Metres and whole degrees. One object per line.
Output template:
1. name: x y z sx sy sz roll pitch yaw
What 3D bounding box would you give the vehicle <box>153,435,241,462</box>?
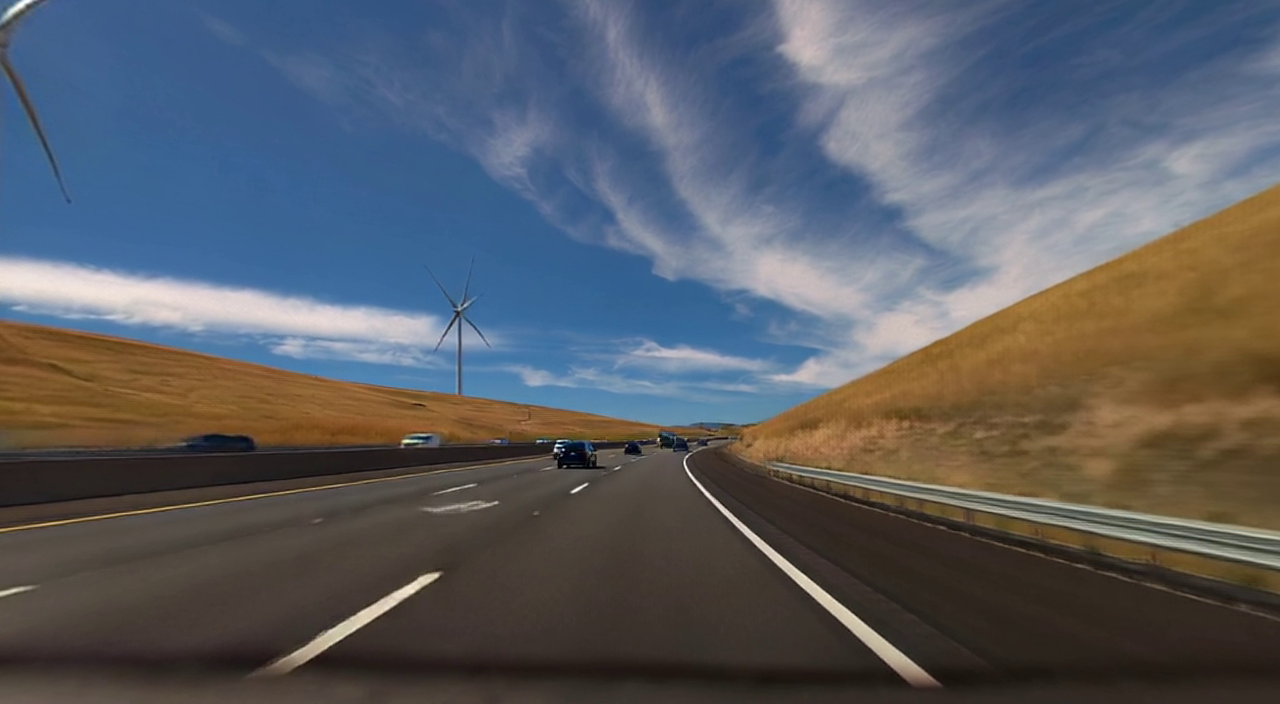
1. vehicle: -27.671 6.053 39.566 1.944 1.557 4.708 0 -9 3

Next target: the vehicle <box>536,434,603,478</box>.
1. vehicle: -2.881 4.377 26.747 2.118 1.702 4.355 0 -9 3
